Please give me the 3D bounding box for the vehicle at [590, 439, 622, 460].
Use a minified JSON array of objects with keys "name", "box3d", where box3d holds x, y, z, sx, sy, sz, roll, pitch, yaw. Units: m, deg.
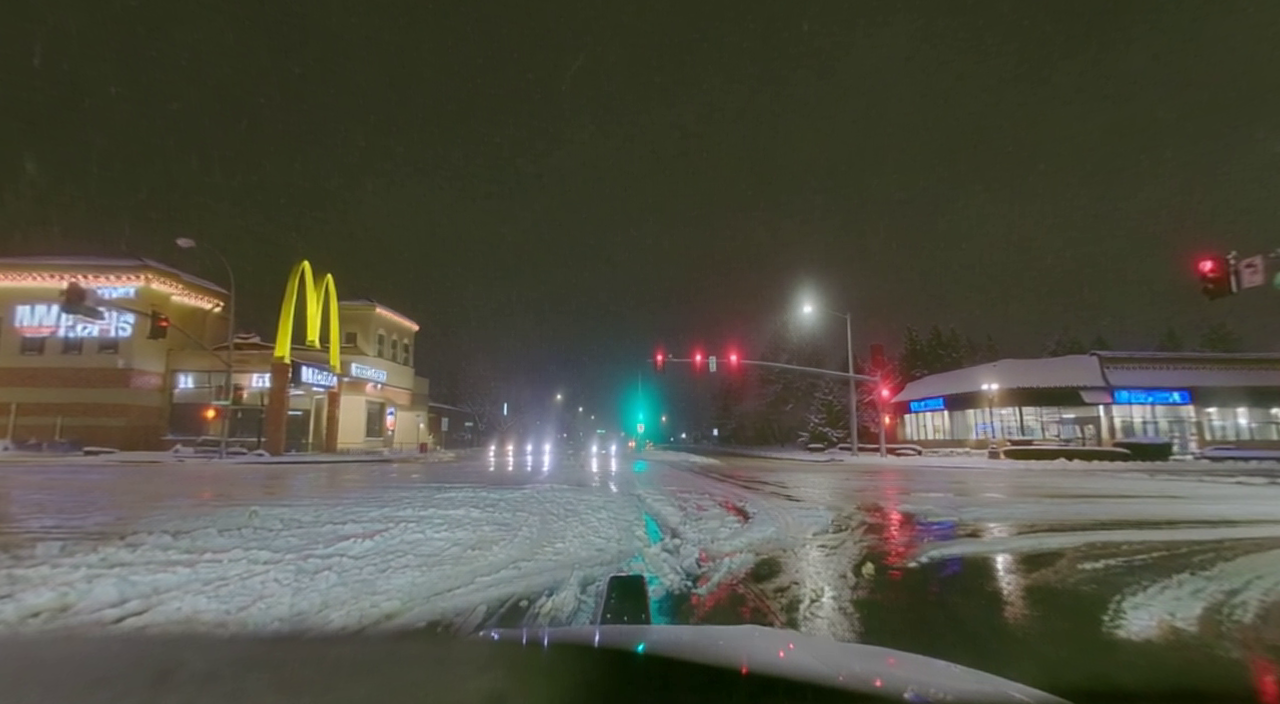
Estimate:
[{"name":"vehicle","box3d":[-2.492,7.281,47.265,2.104,1.468,4.195,0,-8,1]}]
